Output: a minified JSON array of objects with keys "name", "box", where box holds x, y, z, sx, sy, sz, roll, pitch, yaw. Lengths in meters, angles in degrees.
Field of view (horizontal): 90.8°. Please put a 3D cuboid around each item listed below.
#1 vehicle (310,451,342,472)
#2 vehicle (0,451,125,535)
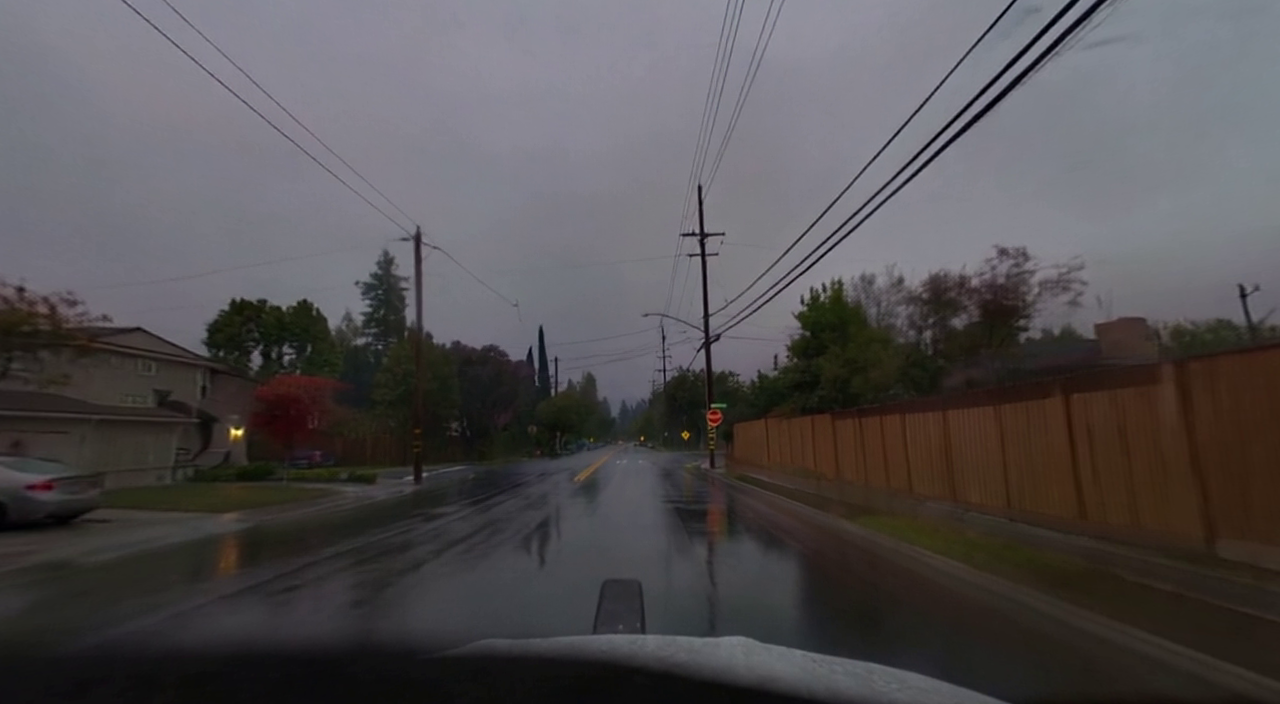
[{"name":"vehicle","box":[-24.257,8.426,48.850,1.955,1.448,4.542,3,-8,-24]},{"name":"vehicle","box":[-13.355,2.718,12.414,4.424,1.487,2.139,1,-9,-8]}]
